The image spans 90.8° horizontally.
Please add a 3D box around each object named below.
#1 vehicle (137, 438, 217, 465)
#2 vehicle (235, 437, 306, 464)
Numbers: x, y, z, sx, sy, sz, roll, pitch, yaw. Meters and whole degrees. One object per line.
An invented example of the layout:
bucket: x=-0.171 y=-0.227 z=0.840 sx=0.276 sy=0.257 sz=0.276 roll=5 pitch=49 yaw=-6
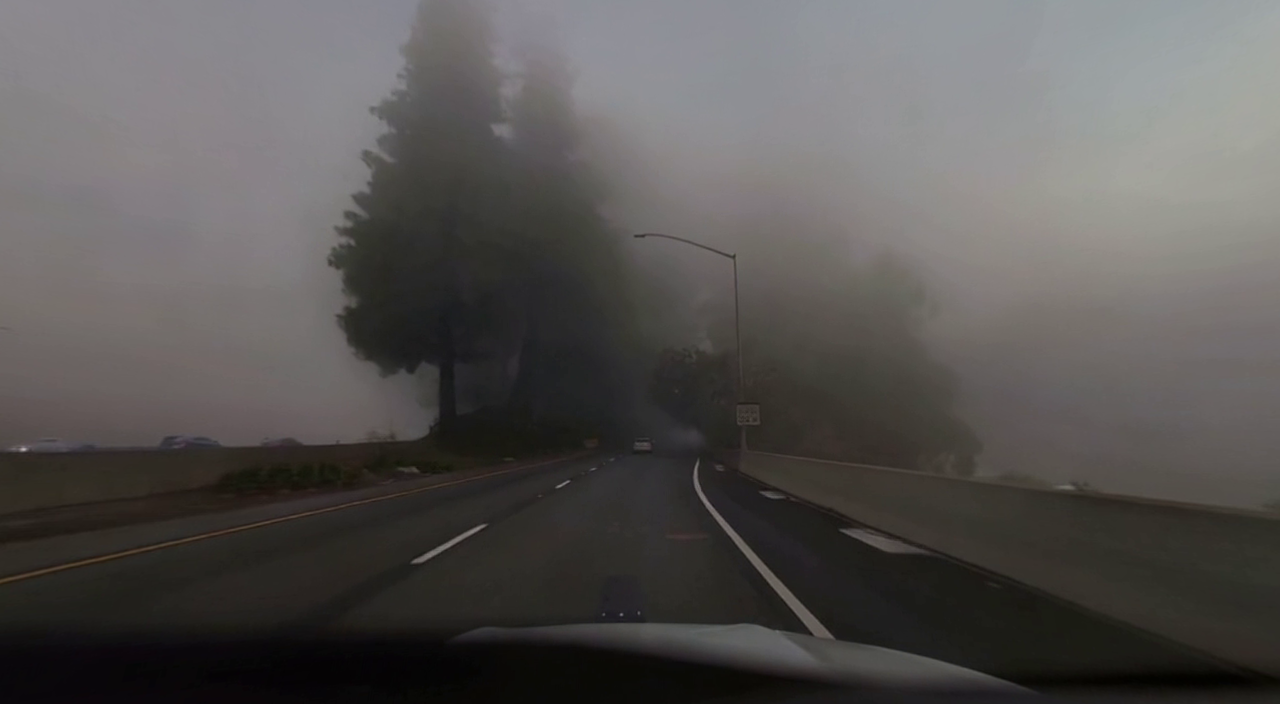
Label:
vehicle: x=-27.667 y=5.944 z=37.942 sx=1.829 sy=1.520 sz=4.505 roll=1 pitch=-8 yaw=-8
vehicle: x=-22.362 y=5.968 z=38.411 sx=2.271 sy=1.537 sz=4.029 roll=1 pitch=-8 yaw=-7
